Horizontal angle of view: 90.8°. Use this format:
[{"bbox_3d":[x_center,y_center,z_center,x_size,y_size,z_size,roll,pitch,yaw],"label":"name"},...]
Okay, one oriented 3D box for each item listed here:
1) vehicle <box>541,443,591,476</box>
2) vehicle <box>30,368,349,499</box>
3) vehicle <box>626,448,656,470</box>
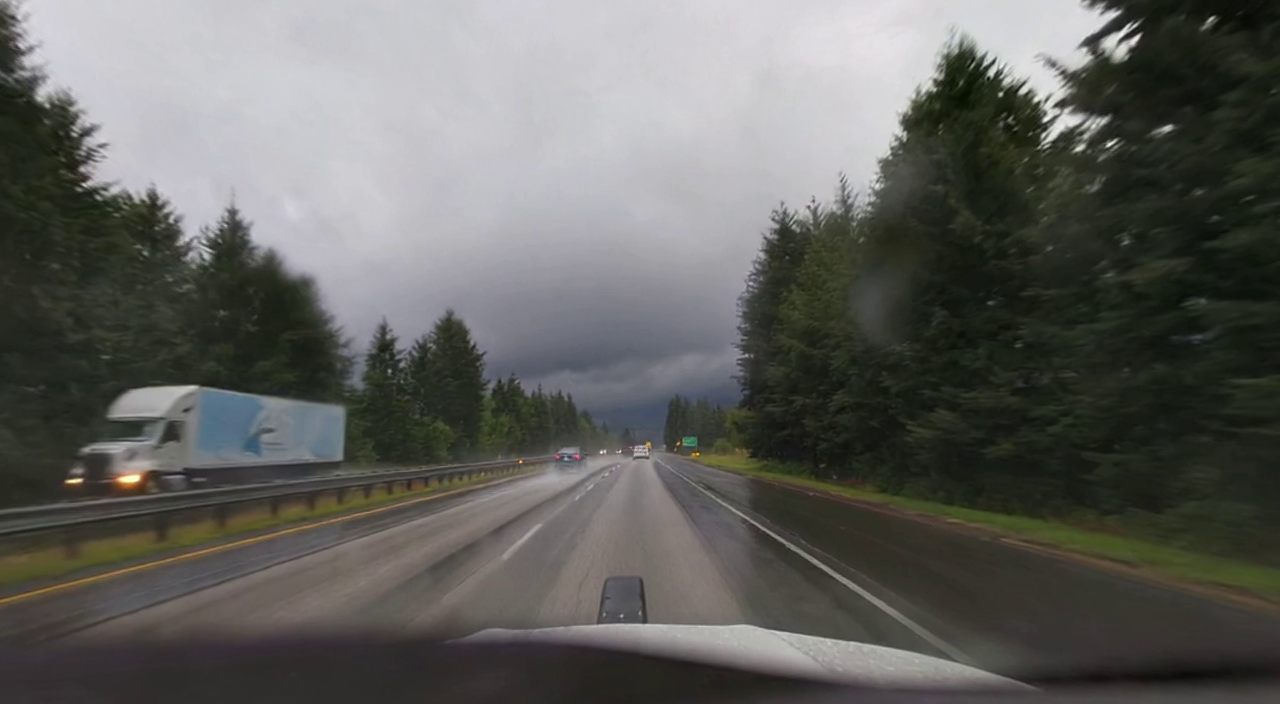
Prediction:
[{"bbox_3d":[-3.888,5.756,33.963,2.182,1.629,4.263,0,-9,0],"label":"vehicle"},{"bbox_3d":[-16.814,3.495,26.128,2.854,3.933,14.220,0,-9,-1],"label":"vehicle"},{"bbox_3d":[0.088,7.605,45.193,2.046,1.452,4.407,0,-9,0],"label":"vehicle"}]
